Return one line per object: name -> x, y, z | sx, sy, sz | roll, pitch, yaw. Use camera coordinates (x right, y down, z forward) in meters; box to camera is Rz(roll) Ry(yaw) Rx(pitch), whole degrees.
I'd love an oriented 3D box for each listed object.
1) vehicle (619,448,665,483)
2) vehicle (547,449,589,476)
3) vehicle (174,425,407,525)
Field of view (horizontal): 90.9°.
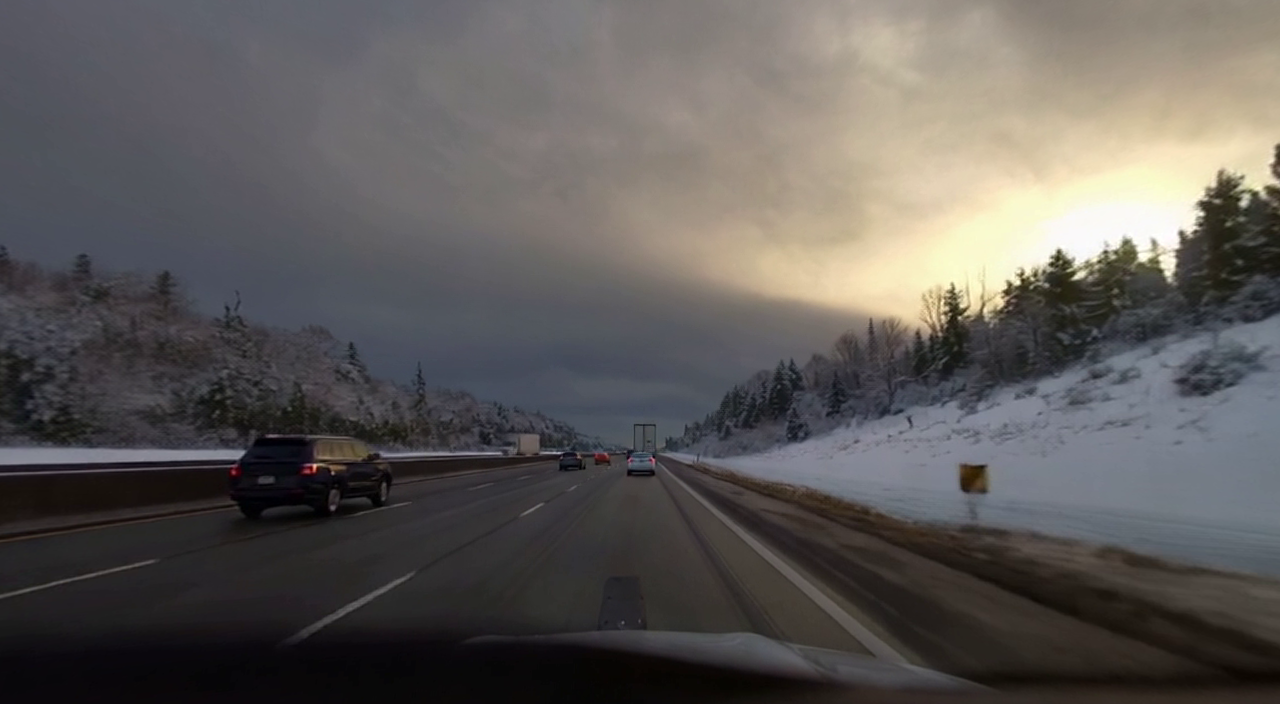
vehicle -> 0.073, 5.200, 29.093 | 1.991, 1.507, 3.391 | 0, -9, -1
vehicle -> -4.253, 6.601, 37.922 | 2.018, 1.504, 4.431 | 0, -9, 0
vehicle -> -7.647, 2.762, 14.696 | 2.316, 1.875, 5.337 | 0, -9, 0
